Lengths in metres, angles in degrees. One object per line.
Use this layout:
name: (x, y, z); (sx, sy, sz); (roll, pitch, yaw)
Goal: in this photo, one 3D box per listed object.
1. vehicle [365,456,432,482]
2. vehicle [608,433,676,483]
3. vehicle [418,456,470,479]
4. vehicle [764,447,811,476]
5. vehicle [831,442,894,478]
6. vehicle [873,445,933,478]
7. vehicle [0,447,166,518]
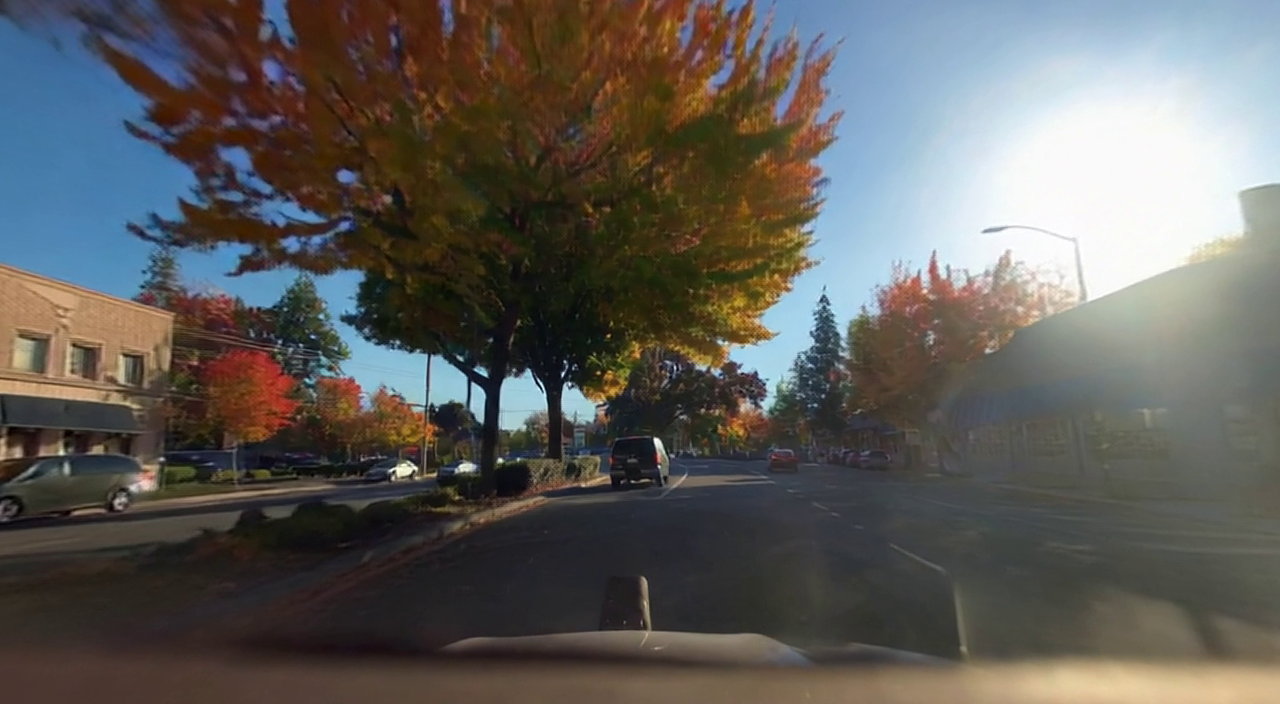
vehicle: (-14.471, 7.021, 38.035); (1.797, 1.351, 4.300); (-1, -9, 8)
vehicle: (0.212, 4.333, 26.151); (2.344, 1.863, 4.665); (-1, -8, 6)
vehicle: (-13.599, 8.018, 44.117); (1.877, 1.445, 4.436); (-1, -8, 5)
vehicle: (8.016, 5.948, 34.695); (1.886, 1.464, 4.290); (-1, -8, 5)
vehicle: (11.594, 5.614, 33.216); (2.040, 1.738, 4.414); (-1, -8, 5)
vehicle: (15.113, 6.251, 36.429); (2.076, 1.759, 3.970); (-1, -8, 6)
vehicle: (-16.915, 3.624, 18.094); (1.914, 1.785, 5.408); (-1, -9, 7)
